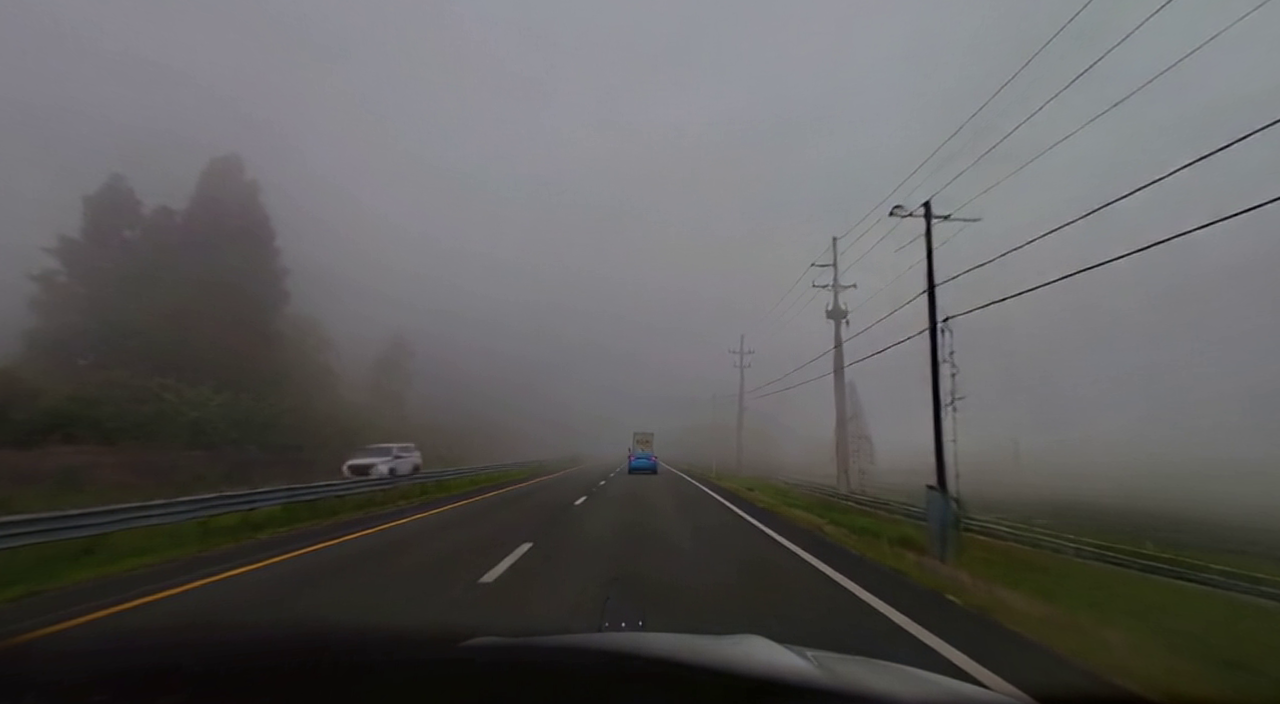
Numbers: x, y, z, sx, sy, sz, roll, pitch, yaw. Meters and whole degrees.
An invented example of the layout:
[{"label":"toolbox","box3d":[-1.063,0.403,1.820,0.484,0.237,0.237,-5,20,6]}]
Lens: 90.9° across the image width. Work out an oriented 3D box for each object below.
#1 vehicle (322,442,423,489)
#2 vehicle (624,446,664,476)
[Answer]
[{"label":"vehicle","box3d":[-9.170,3.914,21.935,1.838,1.480,3.699,0,-9,0]},{"label":"vehicle","box3d":[0.150,5.920,34.444,2.080,1.486,3.813,0,-9,-1]}]
